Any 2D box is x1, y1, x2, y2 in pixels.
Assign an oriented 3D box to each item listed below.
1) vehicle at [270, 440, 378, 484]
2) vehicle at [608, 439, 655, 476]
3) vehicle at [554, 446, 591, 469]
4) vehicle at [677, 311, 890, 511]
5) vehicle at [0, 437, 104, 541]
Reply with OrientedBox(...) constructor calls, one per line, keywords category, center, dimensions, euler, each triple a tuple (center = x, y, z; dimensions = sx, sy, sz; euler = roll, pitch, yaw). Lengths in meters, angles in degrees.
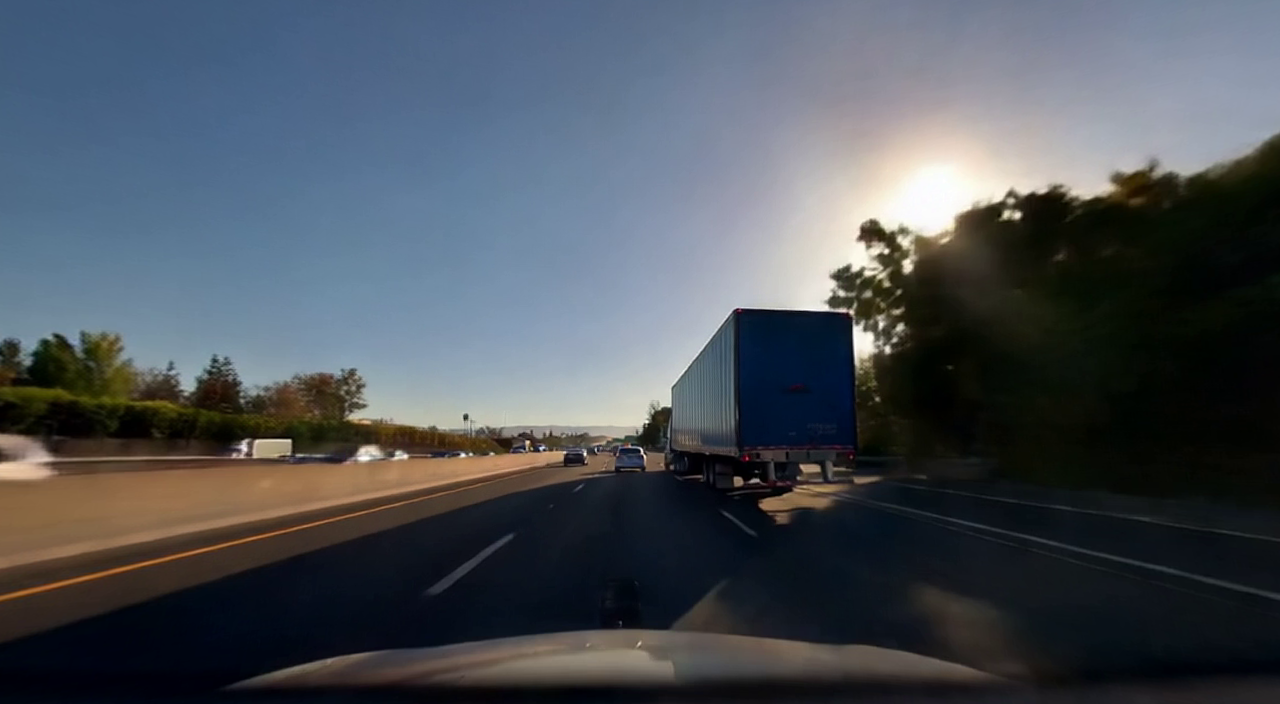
OrientedBox(category="vehicle", center=(-14.186, 4.945, 28.797), dimensions=(2.094, 1.806, 5.307), euler=(0, -9, 1))
OrientedBox(category="vehicle", center=(-0.385, 5.235, 31.542), dimensions=(2.191, 1.685, 4.015), euler=(0, -9, 0))
OrientedBox(category="vehicle", center=(-4.467, 7.050, 42.444), dimensions=(1.995, 1.491, 4.317), euler=(0, -9, 0))
OrientedBox(category="vehicle", center=(3.387, 2.385, 20.982), dimensions=(2.996, 4.123, 15.965), euler=(0, -9, -1))
OrientedBox(category="vehicle", center=(-10.180, 1.885, 8.546), dimensions=(2.009, 1.472, 4.305), euler=(0, -9, 1))
